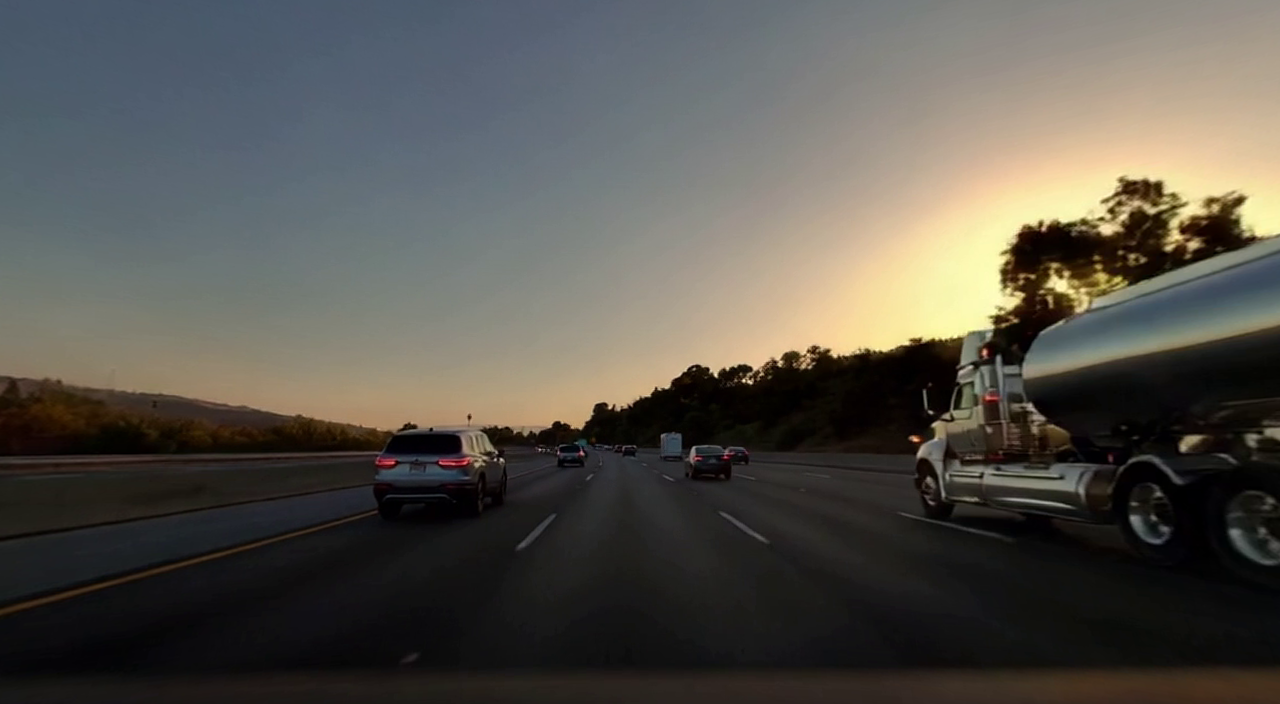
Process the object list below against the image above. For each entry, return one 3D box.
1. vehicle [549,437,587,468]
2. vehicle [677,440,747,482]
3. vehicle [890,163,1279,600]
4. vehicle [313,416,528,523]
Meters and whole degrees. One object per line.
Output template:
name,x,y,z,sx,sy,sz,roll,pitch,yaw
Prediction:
vehicle,-4.634,6.507,41.039,2.149,1.843,4.348,0,-9,-3
vehicle,2.786,4.362,25.537,2.053,1.510,4.400,0,-9,-3
vehicle,7.381,0.565,7.647,3.548,3.827,11.870,0,-9,-2
vehicle,-4.328,2.479,13.925,2.684,1.839,5.803,0,-8,0
